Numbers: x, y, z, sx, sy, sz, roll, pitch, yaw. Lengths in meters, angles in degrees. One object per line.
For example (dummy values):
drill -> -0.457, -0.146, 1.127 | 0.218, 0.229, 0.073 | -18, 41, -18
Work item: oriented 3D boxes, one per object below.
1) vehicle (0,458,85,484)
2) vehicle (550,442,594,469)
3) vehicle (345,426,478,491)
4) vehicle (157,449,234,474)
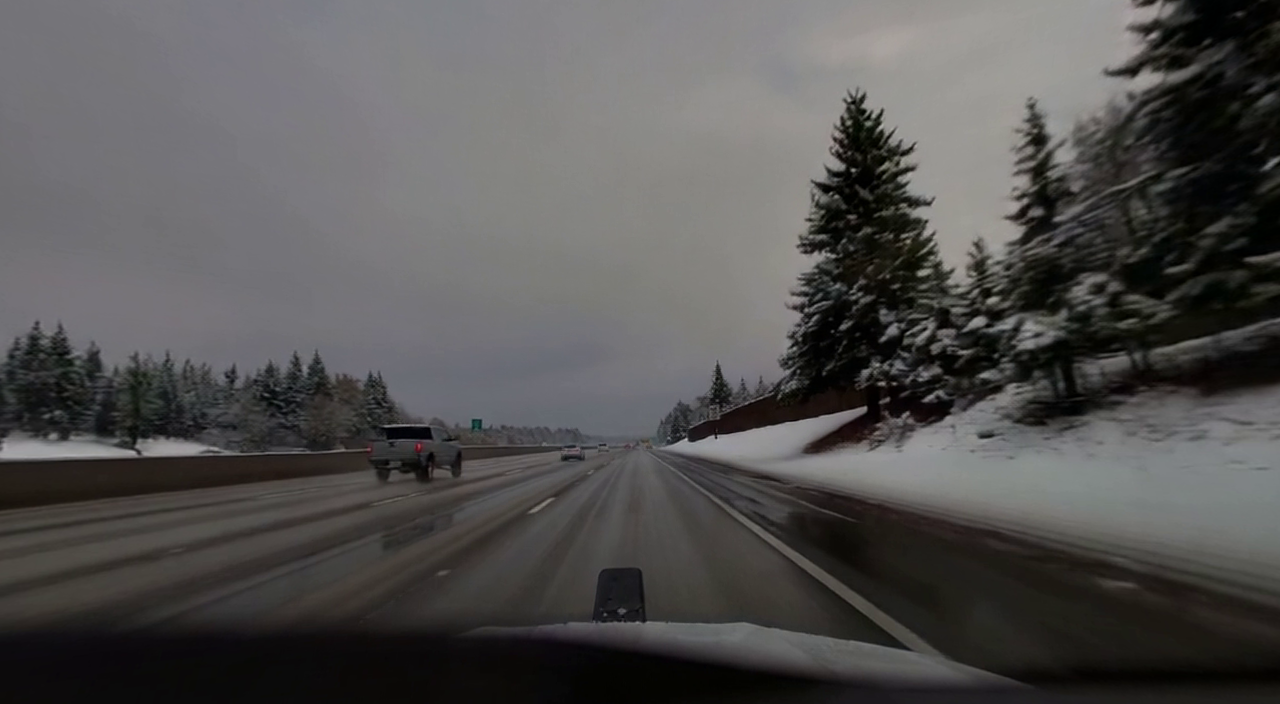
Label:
vehicle -> -36.787, 7.236, 38.504 | 1.801, 1.408, 4.319 | 0, -8, 0
vehicle -> -3.946, 6.050, 37.158 | 2.106, 1.452, 4.525 | 0, -8, 0
vehicle -> -7.688, 3.658, 22.145 | 2.351, 1.922, 6.335 | 0, -8, 0
vehicle -> -29.241, 7.193, 41.637 | 1.798, 1.475, 4.485 | 0, -8, 0
